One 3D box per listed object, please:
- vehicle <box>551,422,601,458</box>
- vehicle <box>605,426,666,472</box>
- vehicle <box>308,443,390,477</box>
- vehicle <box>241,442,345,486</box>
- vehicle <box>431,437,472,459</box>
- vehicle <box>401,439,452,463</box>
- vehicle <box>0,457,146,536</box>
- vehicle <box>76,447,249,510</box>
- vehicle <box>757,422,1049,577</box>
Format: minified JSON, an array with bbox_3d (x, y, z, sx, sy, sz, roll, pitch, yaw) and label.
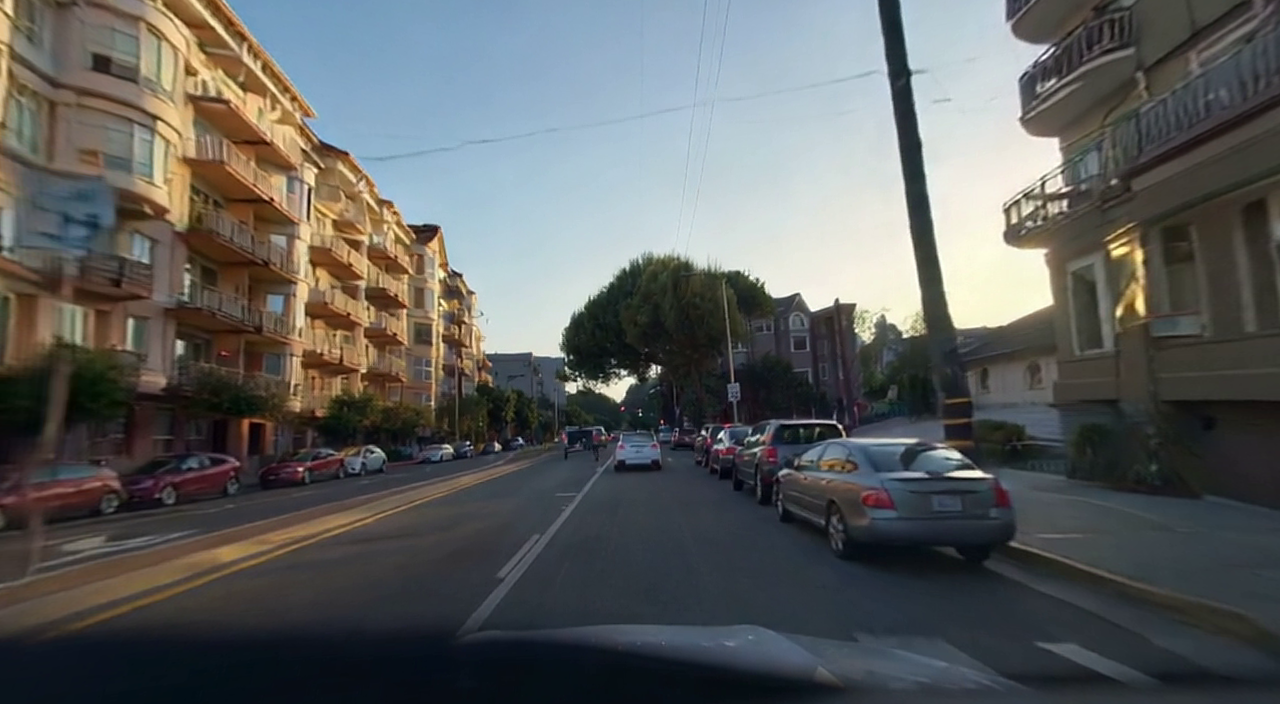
[{"bbox_3d":[-3.214,4.561,32.653,2.065,1.705,4.353,0,-8,1],"label":"vehicle"},{"bbox_3d":[-0.177,3.505,22.933,2.026,1.496,3.701,0,-8,-1],"label":"vehicle"},{"bbox_3d":[-13.902,5.138,30.434,1.837,1.470,4.263,0,-8,1],"label":"vehicle"},{"bbox_3d":[-14.037,4.512,25.895,1.887,1.619,4.208,0,-8,-1],"label":"vehicle"},{"bbox_3d":[-14.001,7.132,47.059,1.839,1.594,4.055,0,-8,-1],"label":"vehicle"},{"bbox_3d":[-13.982,6.493,41.696,1.907,1.480,4.498,0,-8,-1],"label":"vehicle"},{"bbox_3d":[-13.662,3.120,13.908,1.863,1.468,4.565,0,-8,0],"label":"vehicle"},{"bbox_3d":[-13.880,3.641,18.769,1.805,1.580,4.477,0,-8,-3],"label":"vehicle"},{"bbox_3d":[2.956,1.743,8.389,1.874,1.468,4.550,0,-8,-1],"label":"vehicle"}]
